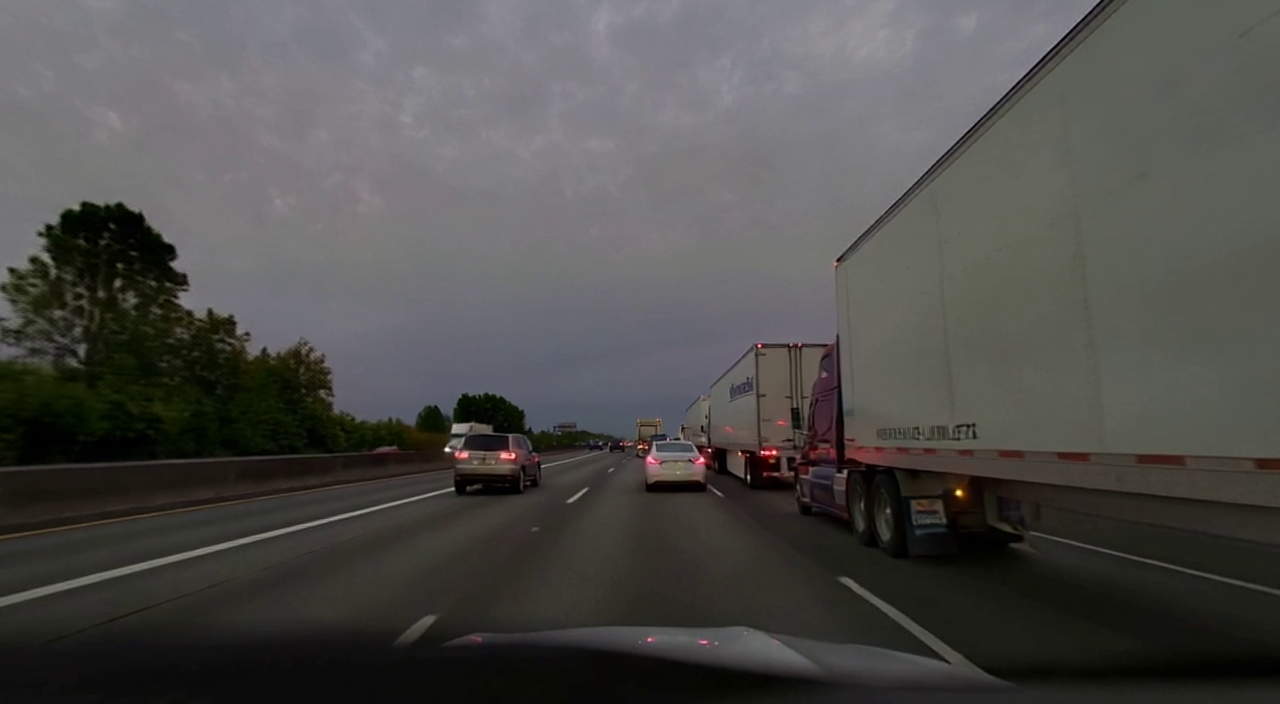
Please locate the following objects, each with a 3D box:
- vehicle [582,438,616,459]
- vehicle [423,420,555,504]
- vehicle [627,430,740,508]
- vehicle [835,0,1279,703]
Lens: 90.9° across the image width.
[{"bbox_3d":[-3.151,7.509,49.309,2.181,1.538,4.169,0,-8,2],"label":"vehicle"},{"bbox_3d":[-3.448,2.605,15.437,2.006,1.729,4.447,0,-8,2],"label":"vehicle"},{"bbox_3d":[0.848,2.568,14.419,2.200,1.495,4.282,0,-8,0],"label":"vehicle"},{"bbox_3d":[4.545,-0.573,1.820,2.967,4.347,15.373,0,-8,0],"label":"vehicle"}]
